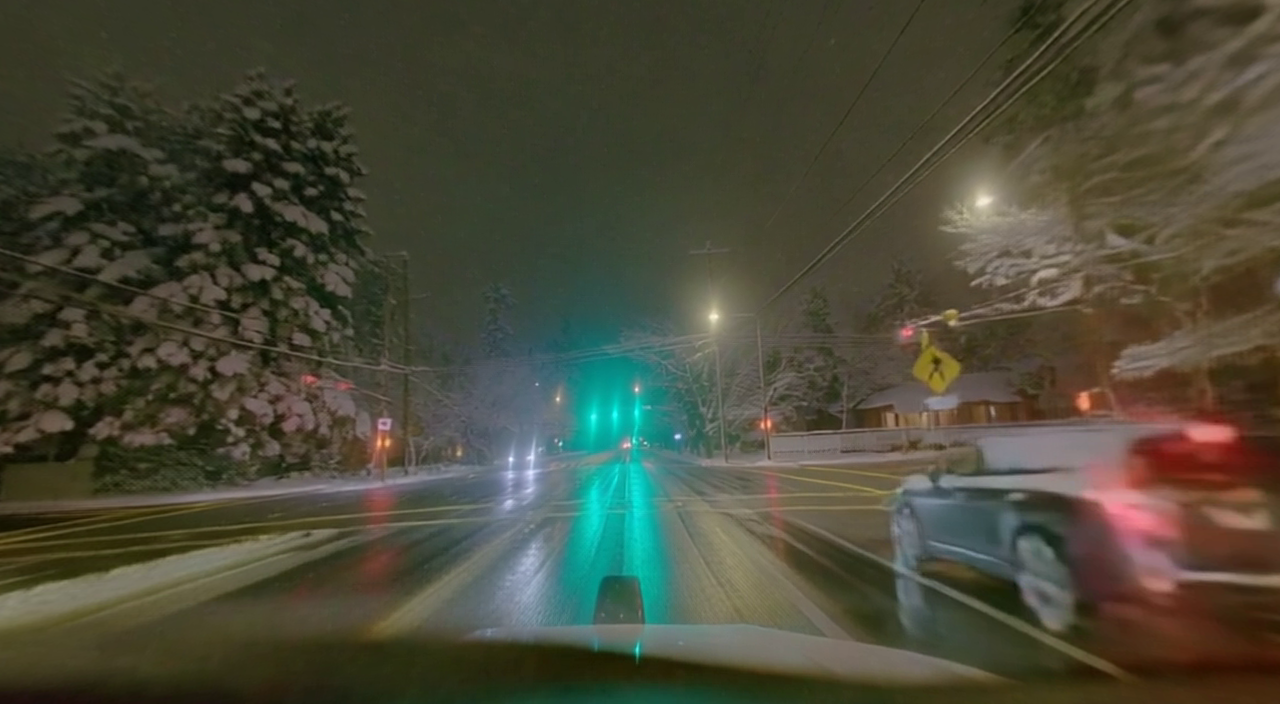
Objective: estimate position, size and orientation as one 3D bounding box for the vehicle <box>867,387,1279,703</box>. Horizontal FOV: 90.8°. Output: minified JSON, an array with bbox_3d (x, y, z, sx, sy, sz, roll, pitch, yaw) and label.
[{"bbox_3d":[3.788,1.337,5.506,1.900,1.661,4.346,1,-8,-1],"label":"vehicle"}]
